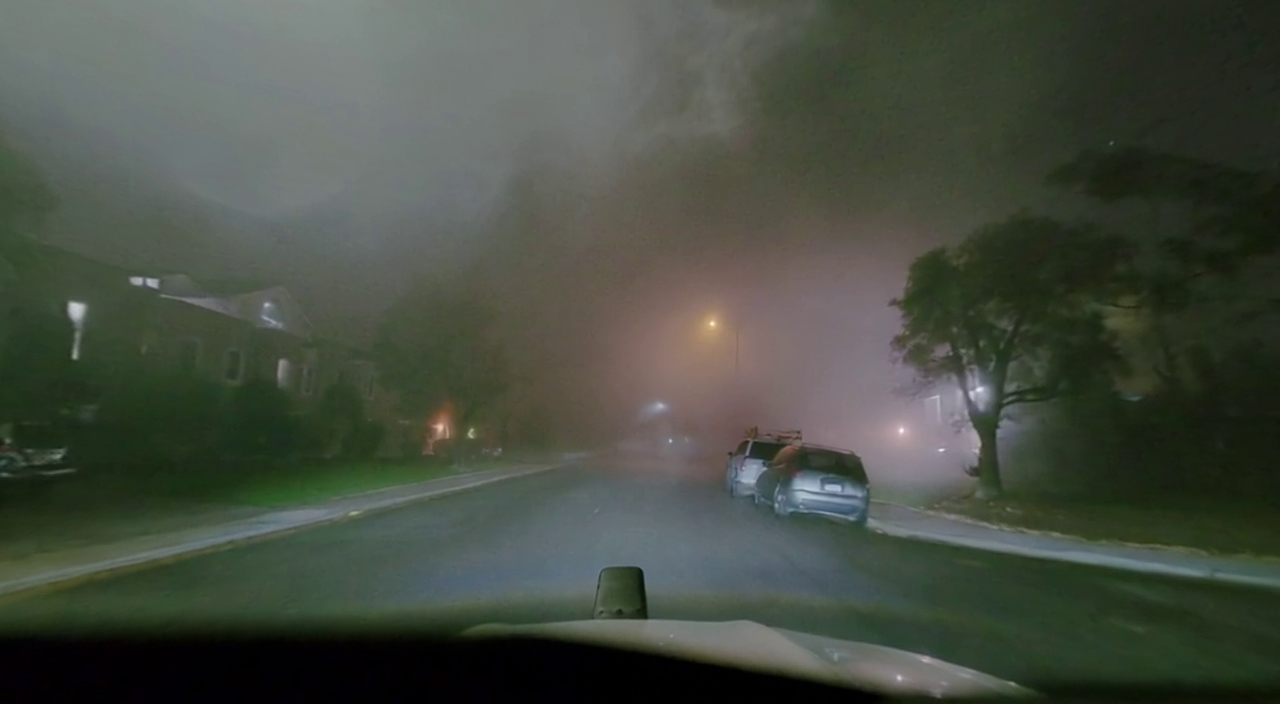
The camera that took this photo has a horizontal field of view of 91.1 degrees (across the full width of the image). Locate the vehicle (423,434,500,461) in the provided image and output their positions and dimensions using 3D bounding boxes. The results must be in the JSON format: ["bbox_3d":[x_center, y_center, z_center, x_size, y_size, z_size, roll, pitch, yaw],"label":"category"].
[{"bbox_3d":[-12.814,6.899,45.358,4.928,1.844,2.163,0,-9,-1],"label":"vehicle"}]

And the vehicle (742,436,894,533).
[{"bbox_3d":[3.381,2.580,12.880,1.976,1.552,4.442,2,-8,2],"label":"vehicle"}]
